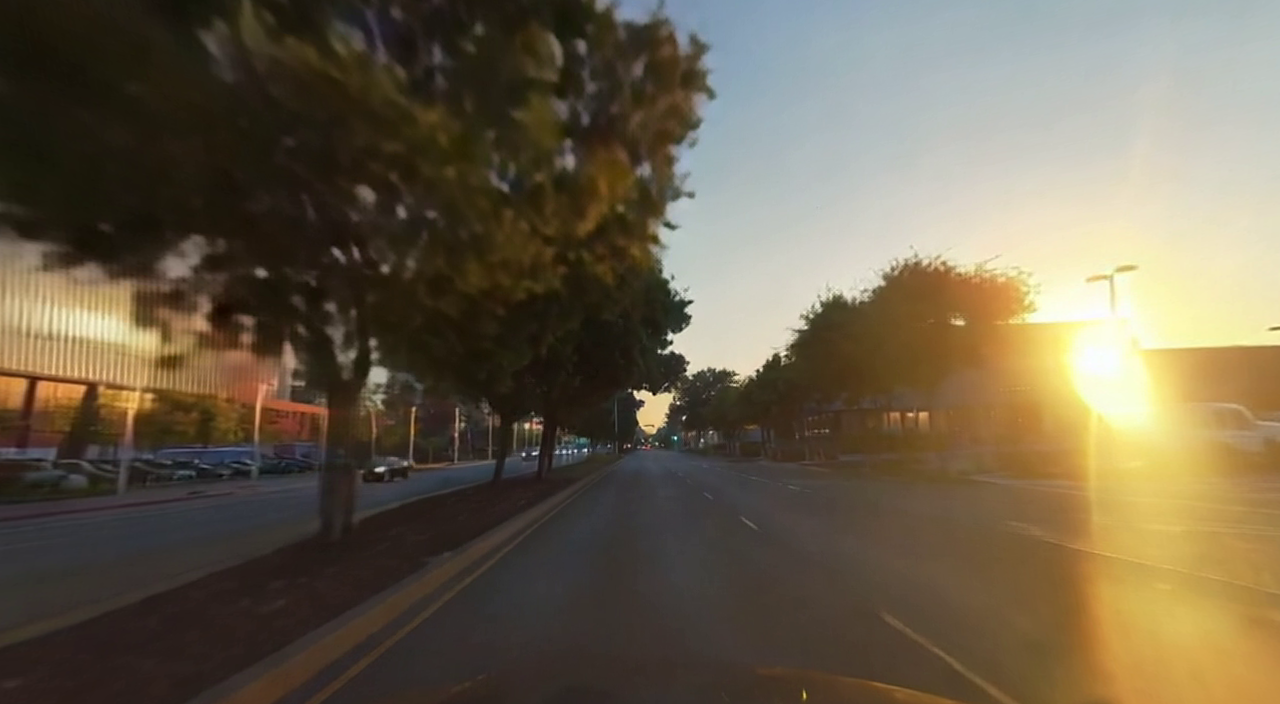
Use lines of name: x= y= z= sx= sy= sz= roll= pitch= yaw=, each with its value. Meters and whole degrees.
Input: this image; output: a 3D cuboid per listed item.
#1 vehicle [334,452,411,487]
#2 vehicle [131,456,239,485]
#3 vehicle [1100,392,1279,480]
vehicle: x=-12.323 y=5.422 z=29.391 sx=1.857 sy=1.483 sz=3.791 roll=0 pitch=-8 yaw=0
vehicle: x=-26.505 y=6.908 z=37.015 sx=4.786 sy=1.486 sz=1.936 roll=4 pitch=-9 yaw=-27
vehicle: x=25.784 y=4.020 z=29.869 sx=2.724 sy=3.646 sz=7.111 roll=0 pitch=-9 yaw=2
